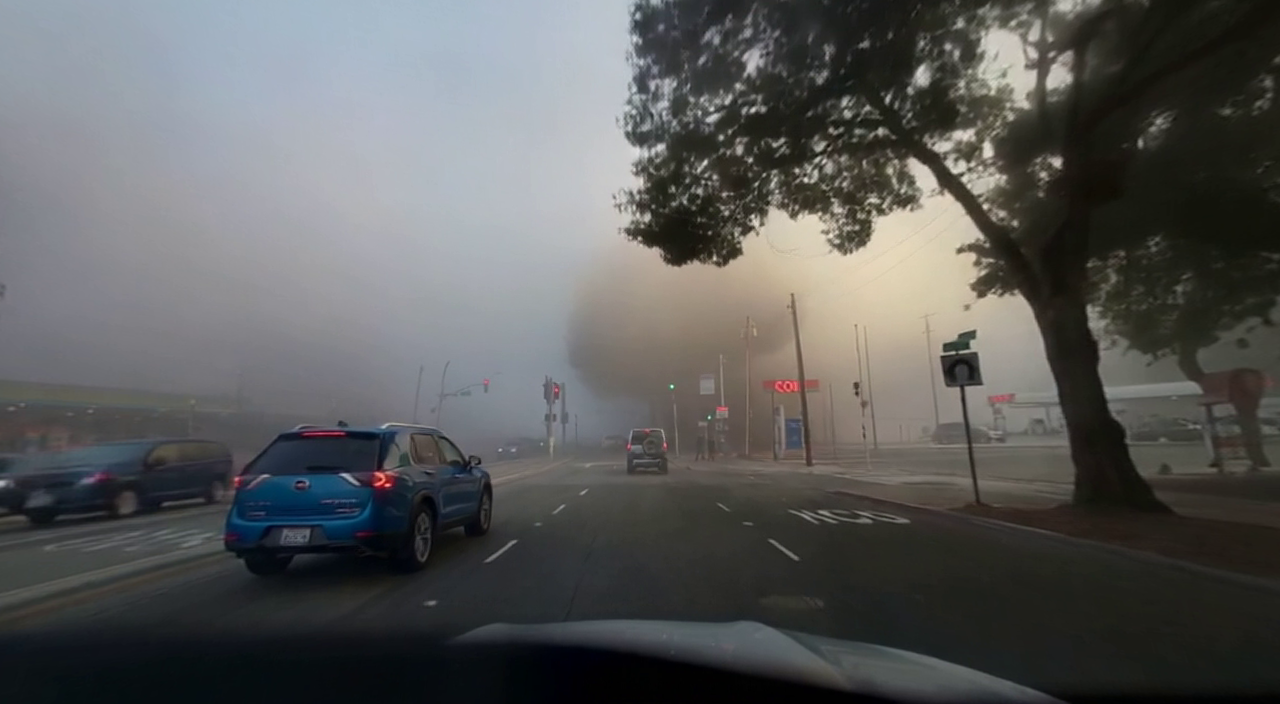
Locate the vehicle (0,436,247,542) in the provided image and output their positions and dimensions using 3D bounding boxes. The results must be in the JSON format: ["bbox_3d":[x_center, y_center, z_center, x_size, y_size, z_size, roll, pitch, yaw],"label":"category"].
[{"bbox_3d":[-9.915,2.545,12.414,1.943,1.643,4.167,-1,-8,-6],"label":"vehicle"}]

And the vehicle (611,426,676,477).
[{"bbox_3d":[0.094,4.320,27.545,2.552,1.999,5.498,0,-8,-1],"label":"vehicle"}]

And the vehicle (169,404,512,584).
[{"bbox_3d":[-3.424,1.732,8.651,2.247,1.734,4.919,0,-8,1],"label":"vehicle"}]
